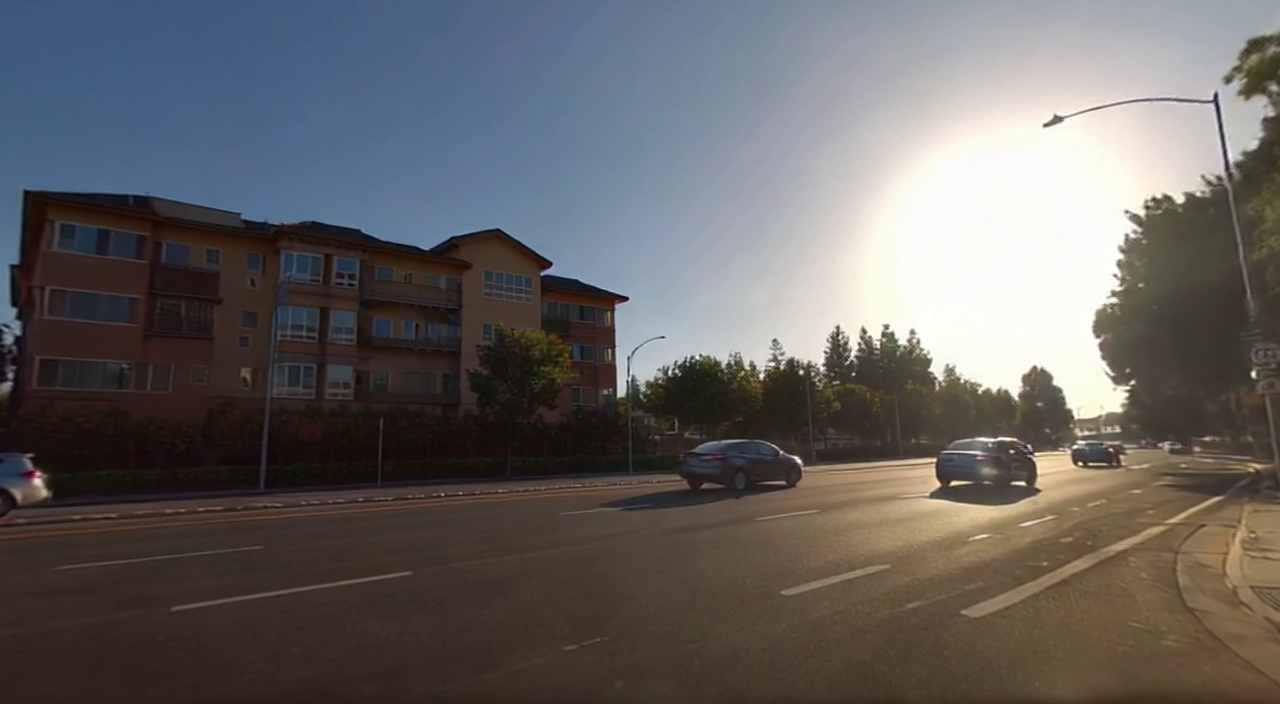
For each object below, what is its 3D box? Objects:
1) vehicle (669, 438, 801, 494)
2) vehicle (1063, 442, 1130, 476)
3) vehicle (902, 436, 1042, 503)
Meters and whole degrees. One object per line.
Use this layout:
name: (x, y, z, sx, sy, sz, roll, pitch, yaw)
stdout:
vehicle: (3.335, 3.802, 21.492, 1.989, 1.662, 4.846, -8, -12, 43)
vehicle: (23.380, 5.426, 32.231, 2.033, 1.625, 4.438, -8, -12, 43)
vehicle: (9.631, 3.273, 18.095, 2.199, 1.652, 4.783, -8, -12, 43)
